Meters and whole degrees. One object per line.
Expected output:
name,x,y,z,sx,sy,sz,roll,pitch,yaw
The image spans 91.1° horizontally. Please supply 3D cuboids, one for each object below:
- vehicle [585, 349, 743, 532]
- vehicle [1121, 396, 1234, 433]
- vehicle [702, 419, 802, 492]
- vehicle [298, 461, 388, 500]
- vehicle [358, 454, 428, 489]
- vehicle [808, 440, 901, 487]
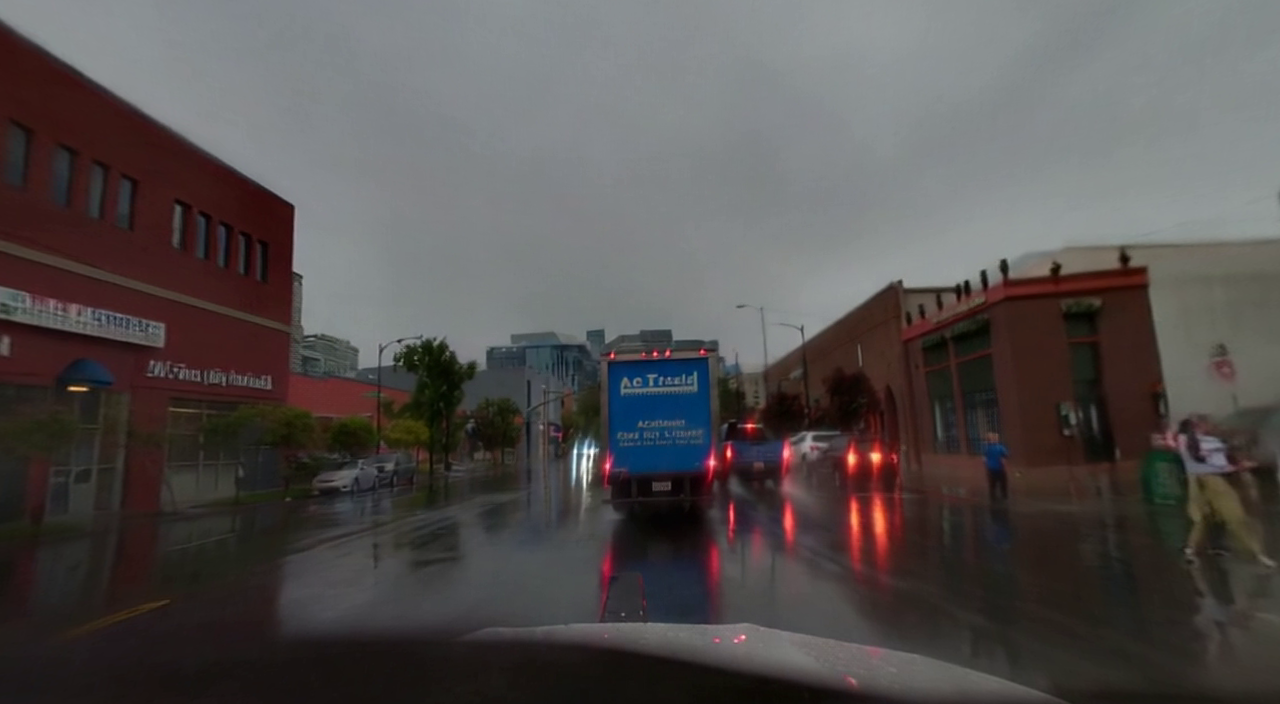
vehicle,0.287,1.856,13.216,2.517,2.926,6.177,0,-9,-2
vehicle,25.968,3.090,30.518,1.811,1.623,3.921,0,-9,-3
vehicle,3.473,3.375,20.735,2.346,2.062,5.236,0,-9,0
vehicle,-13.320,5.758,28.502,1.901,1.508,4.405,0,-8,0
vehicle,-13.159,6.367,33.717,1.943,1.682,4.365,0,-8,0
vehicle,7.708,4.033,23.045,1.951,1.548,4.290,0,-9,1
